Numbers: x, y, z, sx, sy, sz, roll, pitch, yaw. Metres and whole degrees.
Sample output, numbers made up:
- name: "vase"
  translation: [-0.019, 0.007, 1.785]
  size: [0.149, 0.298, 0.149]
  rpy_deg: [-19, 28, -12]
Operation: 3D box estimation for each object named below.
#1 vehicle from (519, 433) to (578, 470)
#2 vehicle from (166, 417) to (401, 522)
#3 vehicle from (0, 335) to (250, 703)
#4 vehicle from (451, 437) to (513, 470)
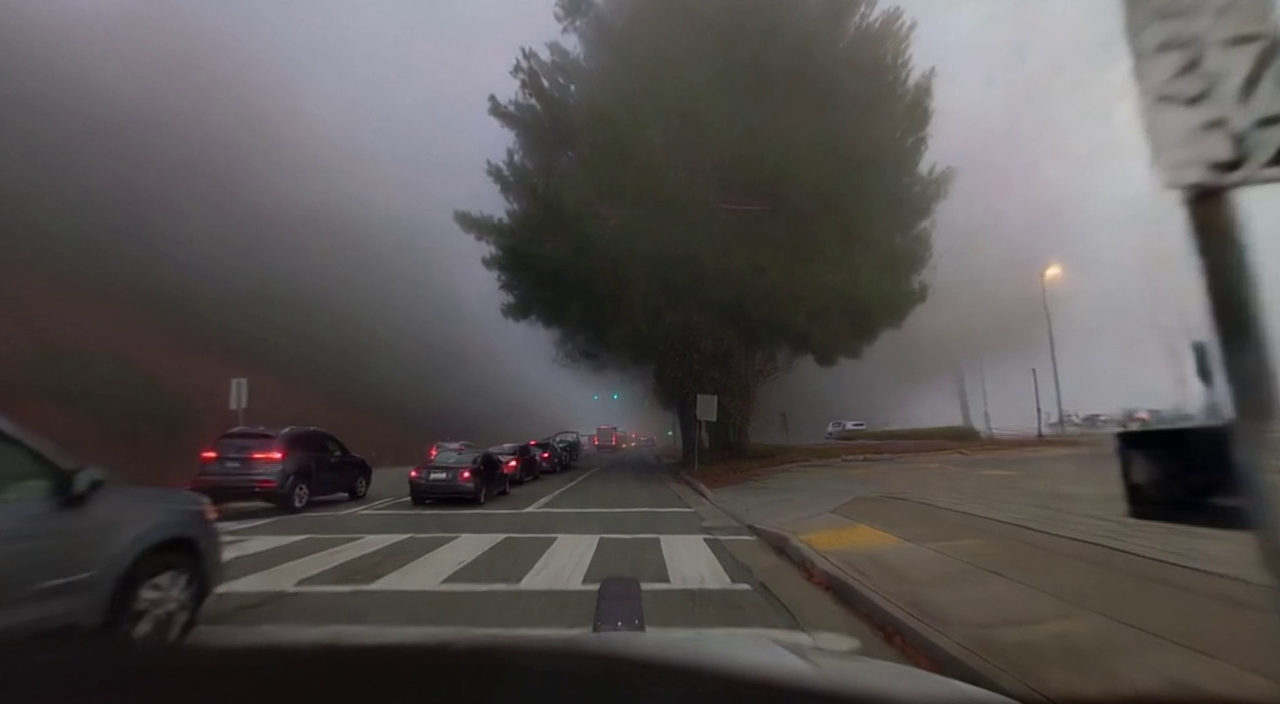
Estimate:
- name: "vehicle"
  translation: [-4.123, 4.564, 28.984]
  size: [2.060, 1.580, 3.980]
  rpy_deg: [0, -8, 1]
- name: "vehicle"
  translation: [-7.000, 2.348, 13.140]
  size: [2.102, 1.774, 4.662]
  rpy_deg: [0, -8, 1]
- name: "vehicle"
  translation: [-3.893, 0.753, 2.048]
  size: [2.306, 1.815, 4.476]
  rpy_deg: [0, -8, 1]
- name: "vehicle"
  translation: [-7.553, 4.908, 30.553]
  size: [1.875, 1.479, 4.558]
  rpy_deg: [0, -8, -1]
